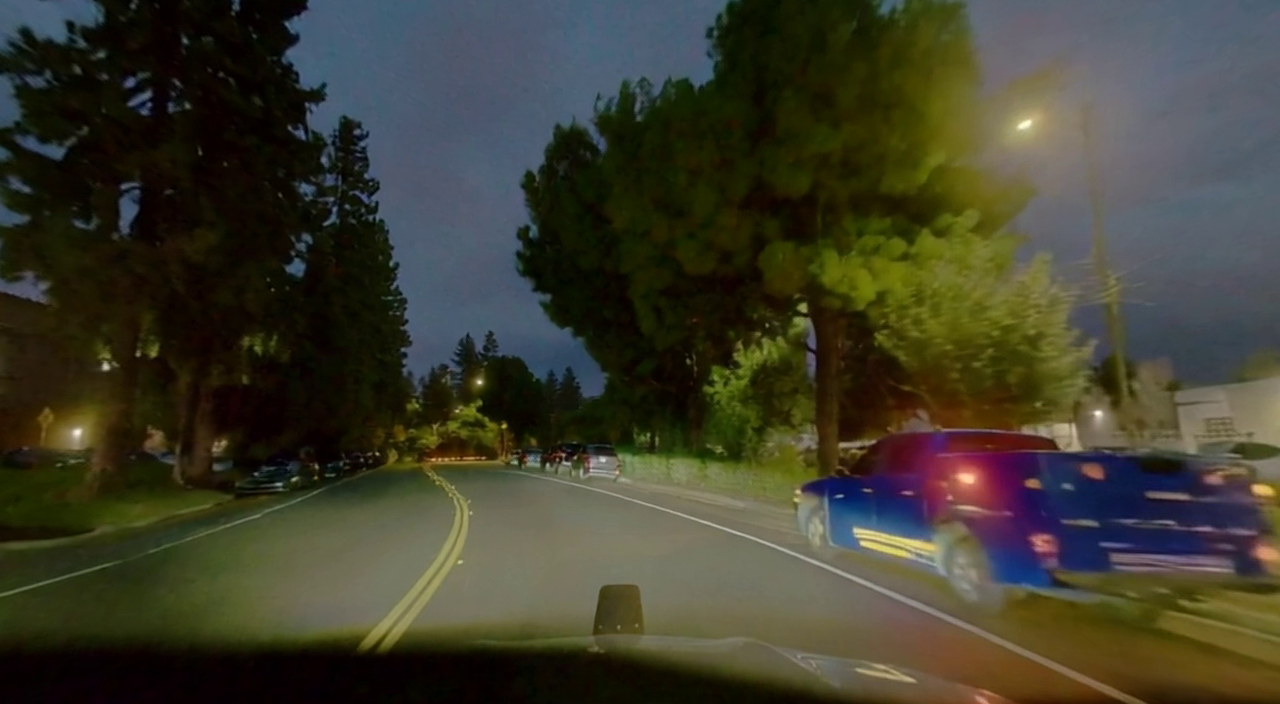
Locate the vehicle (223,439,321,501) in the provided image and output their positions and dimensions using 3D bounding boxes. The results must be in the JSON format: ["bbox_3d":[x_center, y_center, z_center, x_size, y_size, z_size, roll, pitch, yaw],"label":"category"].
[{"bbox_3d":[-13.336,4.230,23.260,2.154,1.870,5.118,0,-8,-20],"label":"vehicle"}]

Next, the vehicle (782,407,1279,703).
[{"bbox_3d":[3.534,1.518,6.304,2.042,1.817,5.202,1,-6,-13],"label":"vehicle"}]

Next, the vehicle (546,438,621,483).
[{"bbox_3d":[-2.496,4.535,26.734,2.055,1.731,4.686,3,-9,-20],"label":"vehicle"}]

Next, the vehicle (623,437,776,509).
[{"bbox_3d":[1.290,2.975,16.040,2.053,1.519,4.611,3,-9,-20],"label":"vehicle"}]

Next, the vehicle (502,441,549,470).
[{"bbox_3d":[-7.642,6.807,41.803,2.137,1.814,5.303,3,-9,-20],"label":"vehicle"}]
